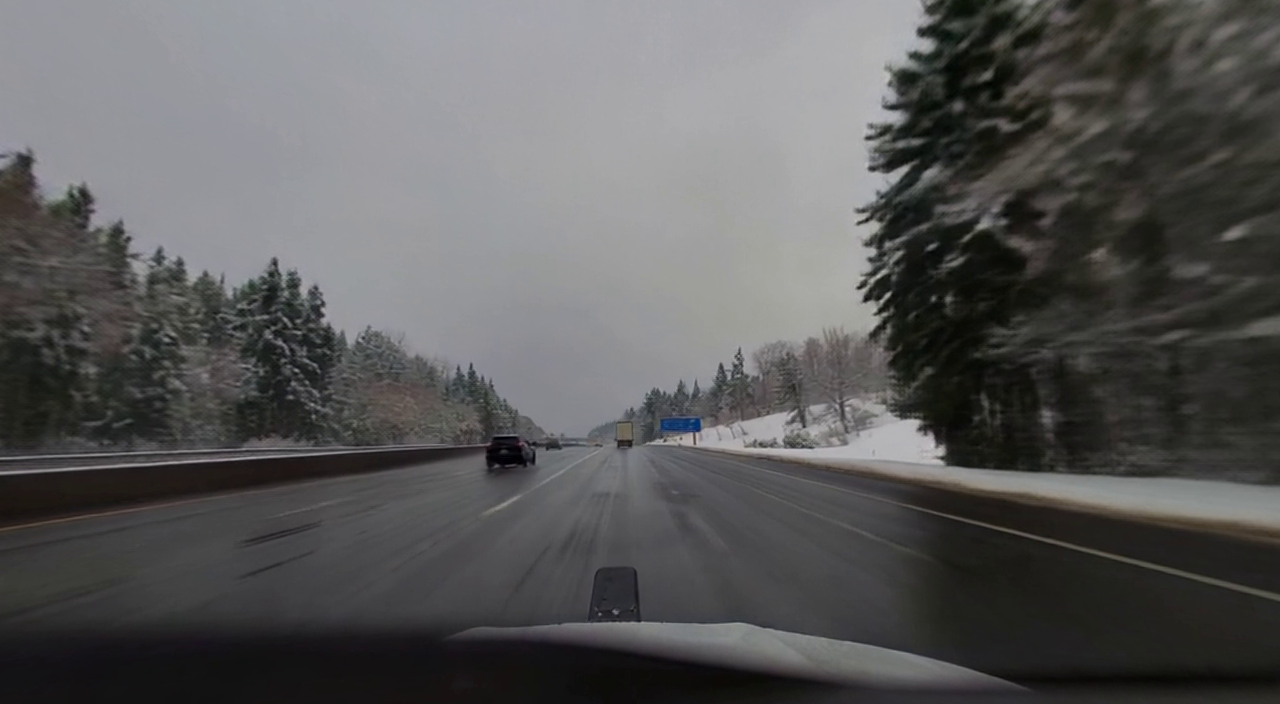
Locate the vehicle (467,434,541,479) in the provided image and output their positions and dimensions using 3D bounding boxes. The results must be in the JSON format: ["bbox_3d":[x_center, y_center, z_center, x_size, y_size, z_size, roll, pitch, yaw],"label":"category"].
[{"bbox_3d":[-4.856,3.748,22.948,1.912,1.495,3.703,0,-8,-1],"label":"vehicle"}]
